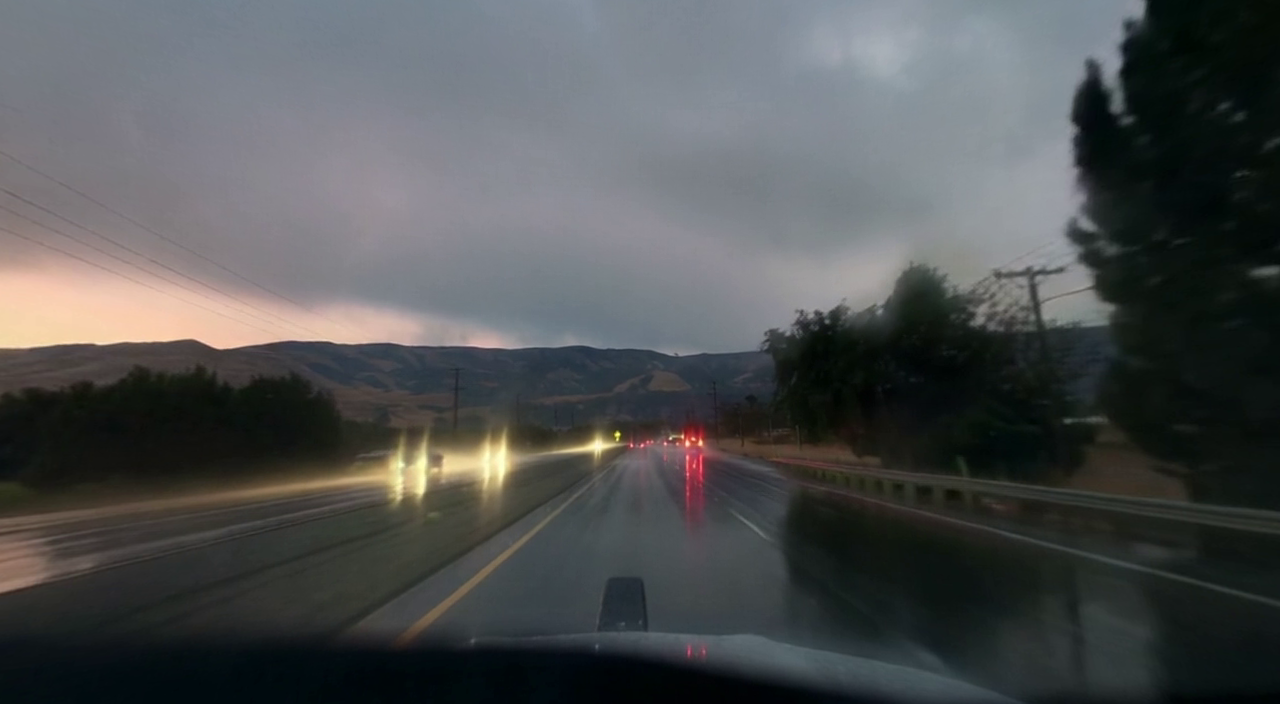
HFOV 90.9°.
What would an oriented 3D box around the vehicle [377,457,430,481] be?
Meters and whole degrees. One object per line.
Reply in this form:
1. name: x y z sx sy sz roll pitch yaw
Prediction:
1. vehicle: -16.245 8.038 43.535 1.869 1.491 4.449 0 -8 1
